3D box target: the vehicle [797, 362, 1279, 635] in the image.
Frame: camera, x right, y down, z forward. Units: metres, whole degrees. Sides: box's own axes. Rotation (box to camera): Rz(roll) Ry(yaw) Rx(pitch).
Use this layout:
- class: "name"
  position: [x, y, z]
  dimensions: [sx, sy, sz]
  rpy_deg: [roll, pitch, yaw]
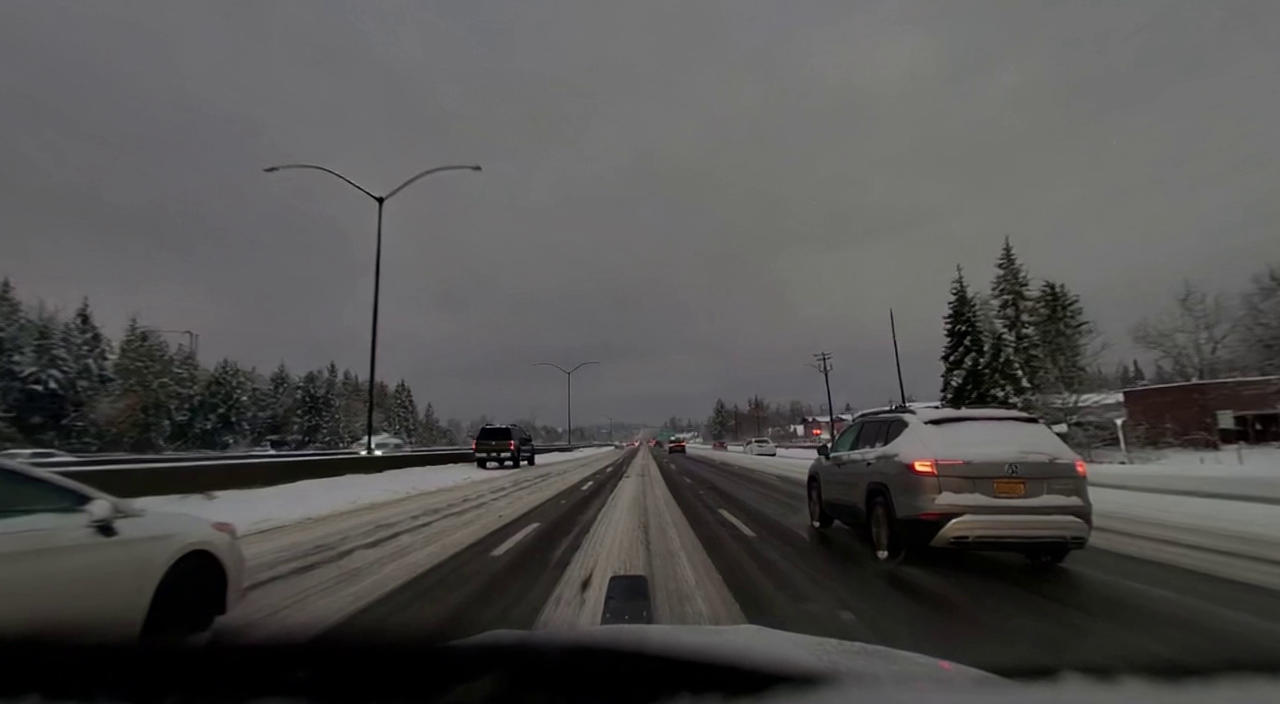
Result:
- class: "vehicle"
  position: [3.386, 1.348, 6.792]
  dimensions: [2.148, 1.852, 4.835]
  rpy_deg: [0, -8, 0]

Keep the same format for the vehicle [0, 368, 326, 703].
- class: "vehicle"
  position: [-3.370, 0.825, 2.182]
  dimensions: [2.080, 1.542, 4.718]
  rpy_deg: [0, -8, 1]

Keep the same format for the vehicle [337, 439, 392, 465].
- class: "vehicle"
  position: [-15.705, 5.719, 36.106]
  dimensions: [1.520, 1.412, 3.458]
  rpy_deg: [0, -8, 1]

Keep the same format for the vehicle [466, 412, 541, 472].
- class: "vehicle"
  position: [-6.969, 4.723, 33.067]
  dimensions: [2.362, 2.778, 6.630]
  rpy_deg: [0, -8, 0]
